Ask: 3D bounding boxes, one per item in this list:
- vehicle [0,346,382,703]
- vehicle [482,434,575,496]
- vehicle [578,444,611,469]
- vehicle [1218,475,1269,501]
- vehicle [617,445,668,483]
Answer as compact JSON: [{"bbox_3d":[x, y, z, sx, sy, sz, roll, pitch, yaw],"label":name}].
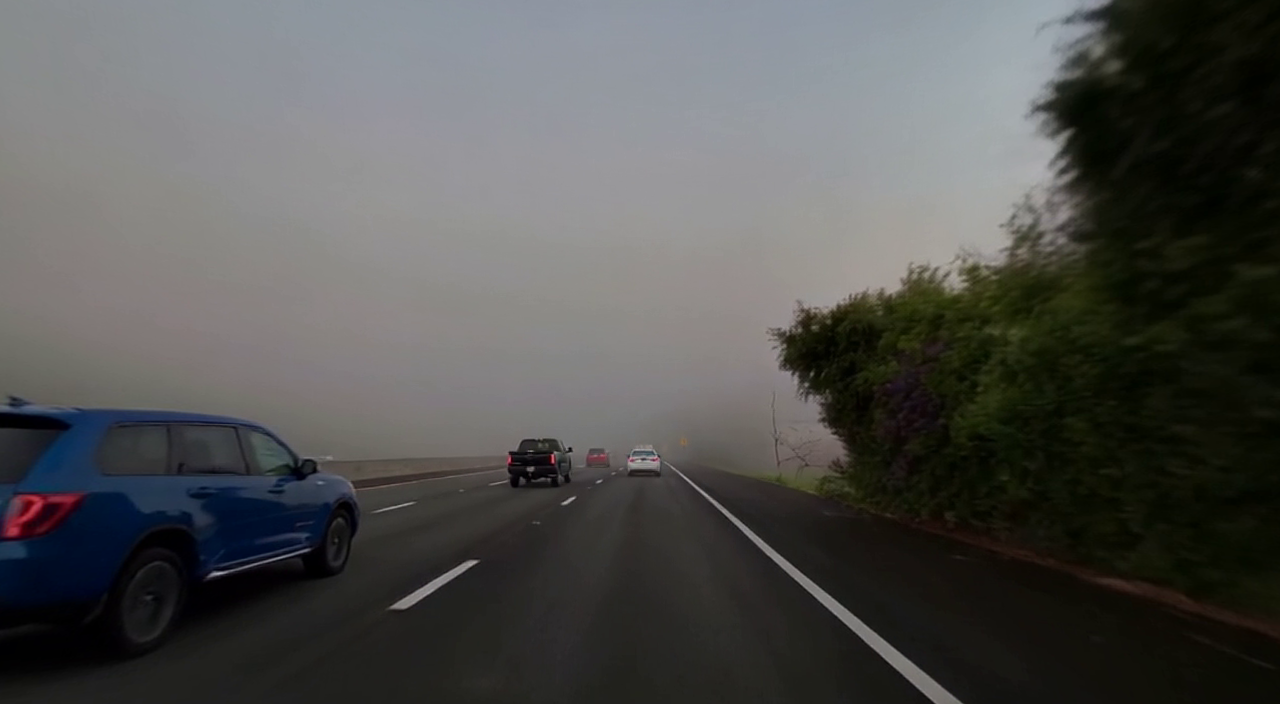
[{"bbox_3d":[-4.216,1.176,4.851,2.198,1.848,5.346,0,-8,0],"label":"vehicle"},{"bbox_3d":[-3.512,3.661,20.888,2.133,1.789,4.518,-1,-8,2],"label":"vehicle"},{"bbox_3d":[-3.310,7.680,46.457,1.993,1.717,4.321,-1,-8,2],"label":"vehicle"},{"bbox_3d":[39.777,8.913,41.524,4.203,1.418,1.942,8,-12,-42],"label":"vehicle"},{"bbox_3d":[0.081,4.754,27.137,2.047,1.473,3.978,0,-8,0],"label":"vehicle"}]
